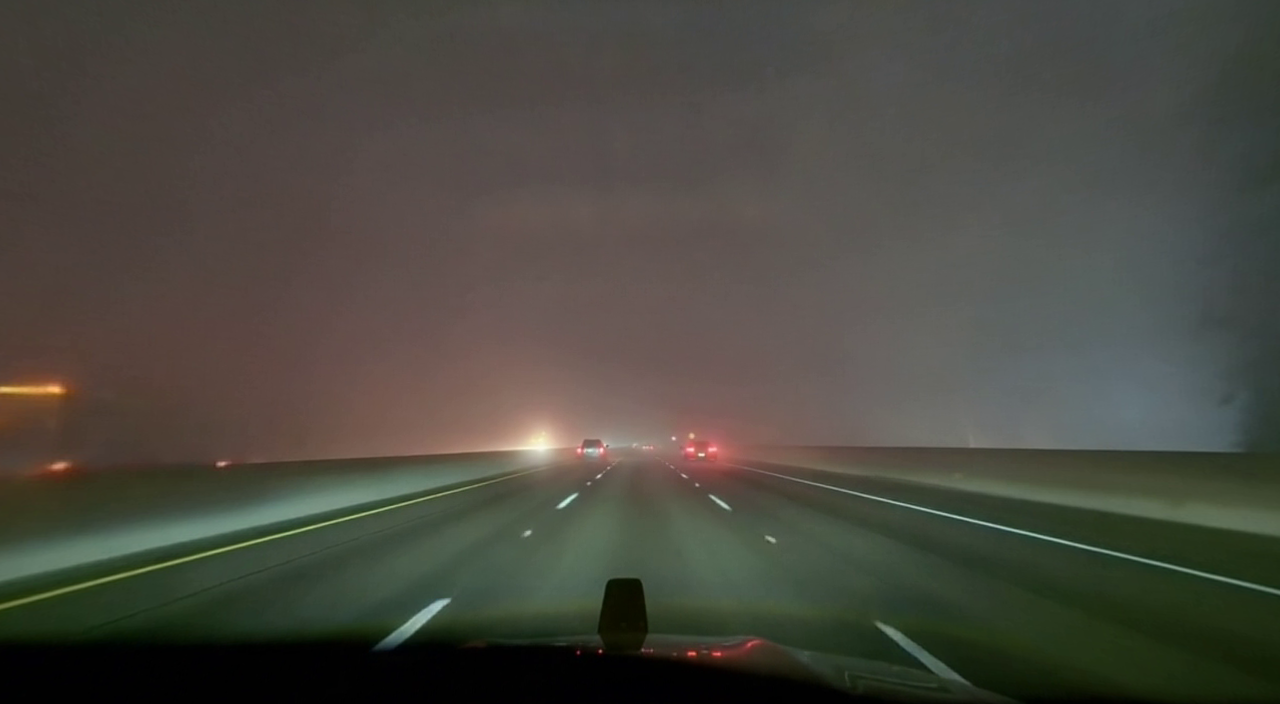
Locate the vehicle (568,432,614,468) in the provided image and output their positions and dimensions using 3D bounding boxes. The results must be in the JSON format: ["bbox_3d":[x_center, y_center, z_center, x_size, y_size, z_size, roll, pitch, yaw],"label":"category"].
[{"bbox_3d":[-2.901,6.026,38.549,2.291,2.052,4.887,0,-9,1],"label":"vehicle"}]

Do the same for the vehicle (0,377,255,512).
[{"bbox_3d":[-21.335,3.719,25.099,3.016,4.139,14.005,0,-9,0],"label":"vehicle"}]

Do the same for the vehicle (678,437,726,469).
[{"bbox_3d":[3.413,5.642,35.288,2.202,1.682,4.188,0,-9,0],"label":"vehicle"}]
